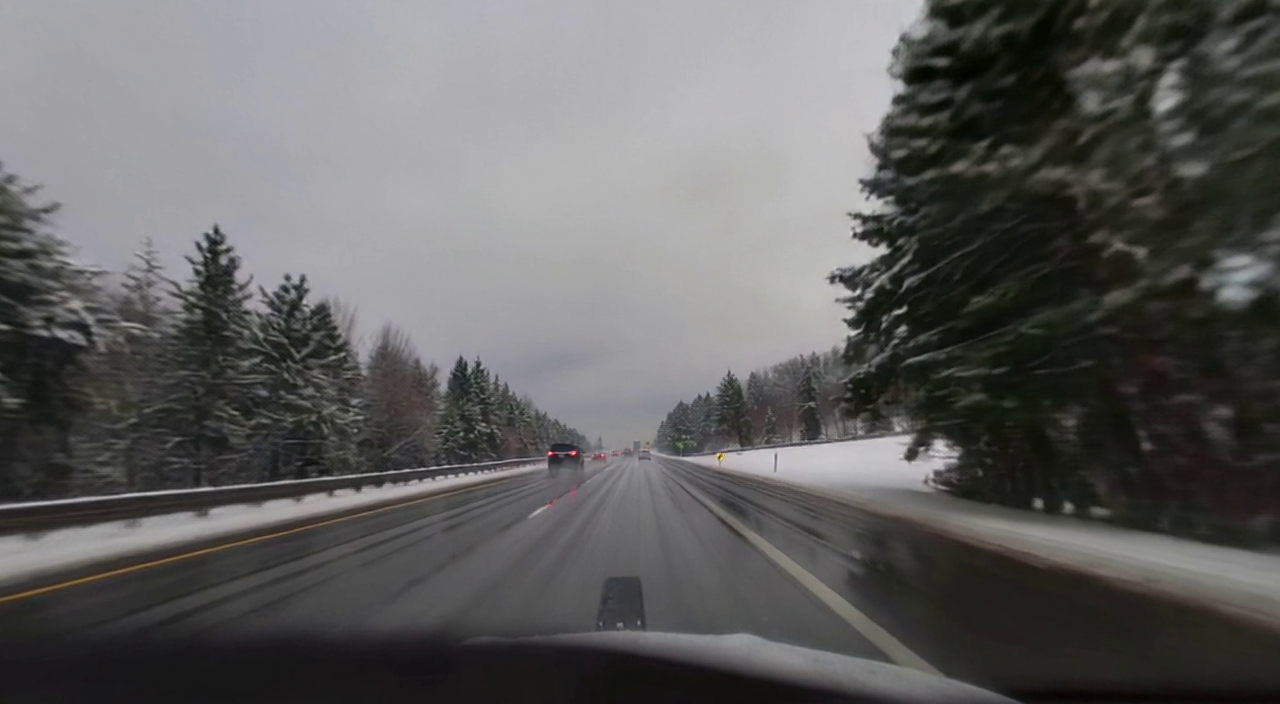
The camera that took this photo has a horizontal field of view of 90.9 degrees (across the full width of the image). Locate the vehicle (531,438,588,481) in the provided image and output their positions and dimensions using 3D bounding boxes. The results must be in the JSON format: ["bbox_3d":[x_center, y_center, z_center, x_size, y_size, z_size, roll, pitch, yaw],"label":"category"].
[{"bbox_3d":[-3.689,5.025,29.650,2.056,1.811,4.202,0,-9,1],"label":"vehicle"}]
